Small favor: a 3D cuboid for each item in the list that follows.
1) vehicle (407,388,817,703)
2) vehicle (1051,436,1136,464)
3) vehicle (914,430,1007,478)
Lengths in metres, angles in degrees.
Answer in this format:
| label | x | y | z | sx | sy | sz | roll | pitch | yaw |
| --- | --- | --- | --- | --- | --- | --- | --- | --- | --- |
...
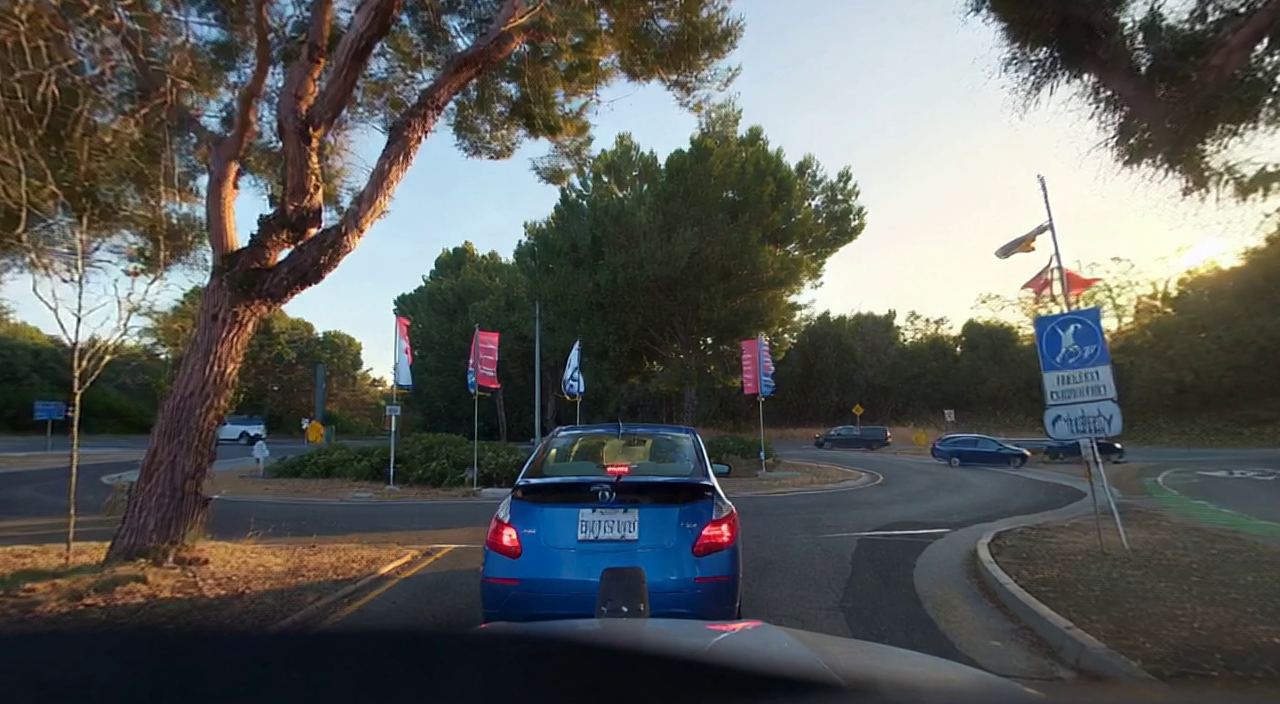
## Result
| label | x | y | z | sx | sy | sz | roll | pitch | yaw |
| --- | --- | --- | --- | --- | --- | --- | --- | --- | --- |
| vehicle | -0.066 | 1.318 | 5.283 | 2.078 | 1.607 | 4.010 | -1 | -9 | 3 |
| vehicle | 24.839 | 5.369 | 34.496 | 4.147 | 1.475 | 1.850 | 4 | -10 | -25 |
| vehicle | 12.669 | 3.984 | 24.783 | 2.132 | 1.691 | 4.485 | -8 | -12 | 40 |
